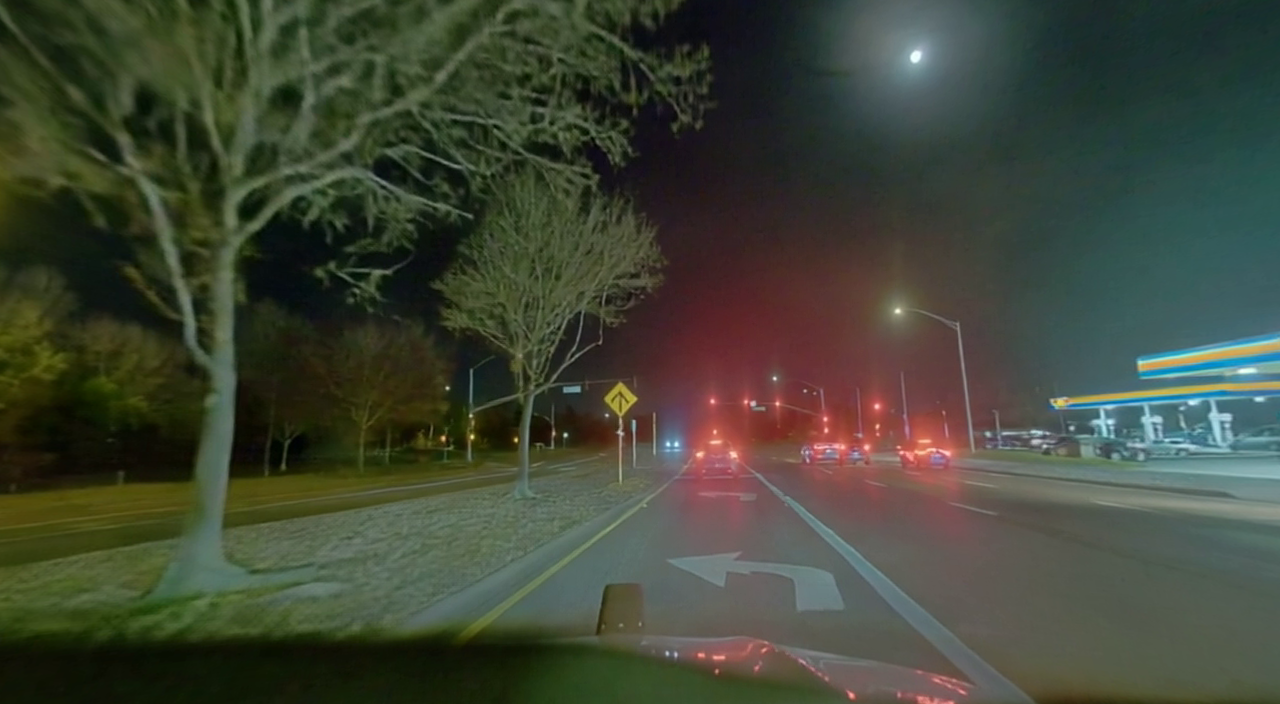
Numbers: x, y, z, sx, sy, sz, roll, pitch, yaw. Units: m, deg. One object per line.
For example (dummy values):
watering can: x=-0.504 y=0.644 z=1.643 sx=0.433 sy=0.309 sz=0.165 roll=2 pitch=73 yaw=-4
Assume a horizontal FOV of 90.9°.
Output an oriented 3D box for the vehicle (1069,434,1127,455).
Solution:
vehicle: x=34.893 y=7.082 z=48.177 sx=1.914 sy=1.563 sz=3.672 roll=-1 pitch=-9 yaw=7

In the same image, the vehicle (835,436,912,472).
vehicle: x=11.873 y=5.216 z=32.444 sx=1.991 sy=1.695 sz=4.357 roll=1 pitch=-9 yaw=-4

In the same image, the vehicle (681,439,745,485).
vehicle: x=2.586 y=3.884 z=22.509 sx=2.032 sy=1.461 sz=4.173 roll=-1 pitch=-9 yaw=6
